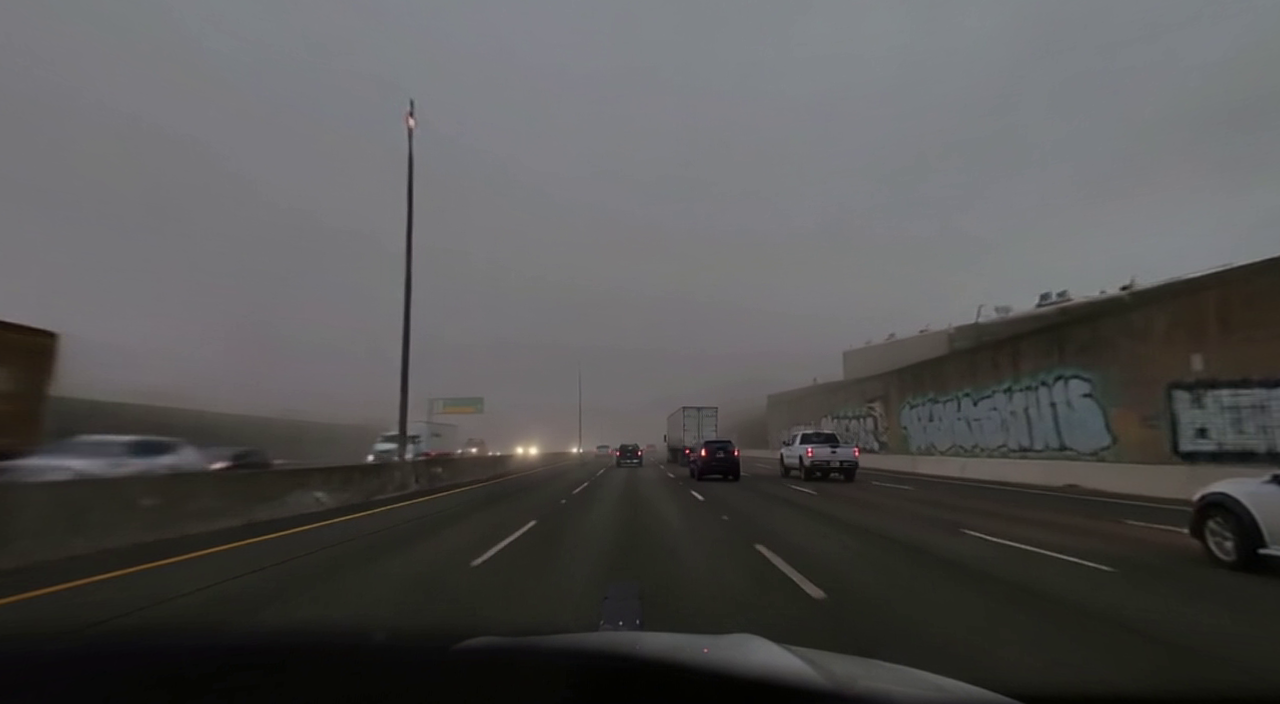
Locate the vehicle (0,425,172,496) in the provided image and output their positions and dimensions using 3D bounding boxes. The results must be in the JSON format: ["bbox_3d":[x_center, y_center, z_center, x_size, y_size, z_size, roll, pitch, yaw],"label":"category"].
[{"bbox_3d":[-14.109,2.665,15.744,1.865,1.548,3.890,0,-9,-1],"label":"vehicle"}]

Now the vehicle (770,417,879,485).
[{"bbox_3d":[7.142,3.979,25.463,2.322,2.360,6.433,0,-9,-1],"label":"vehicle"}]

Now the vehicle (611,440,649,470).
[{"bbox_3d":[-0.585,6.017,36.919,2.073,1.640,3.990,0,-9,-1],"label":"vehicle"}]

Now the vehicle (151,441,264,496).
[{"bbox_3d":[-17.248,4.599,25.452,2.025,2.000,3.513,1,-8,-1],"label":"vehicle"}]

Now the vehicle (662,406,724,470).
[{"bbox_3d":[3.350,5.916,43.059,2.976,3.806,10.591,0,-9,-1],"label":"vehicle"}]

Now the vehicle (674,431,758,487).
[{"bbox_3d":[2.671,3.970,23.697,2.249,1.843,5.176,0,-9,-3],"label":"vehicle"}]

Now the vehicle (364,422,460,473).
[{"bbox_3d":[-13.923,5.960,39.418,2.889,2.851,8.281,0,-9,0],"label":"vehicle"}]

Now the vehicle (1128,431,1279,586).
[{"bbox_3d":[7.120,1.418,5.509,1.915,1.476,4.677,0,-9,-1],"label":"vehicle"}]
